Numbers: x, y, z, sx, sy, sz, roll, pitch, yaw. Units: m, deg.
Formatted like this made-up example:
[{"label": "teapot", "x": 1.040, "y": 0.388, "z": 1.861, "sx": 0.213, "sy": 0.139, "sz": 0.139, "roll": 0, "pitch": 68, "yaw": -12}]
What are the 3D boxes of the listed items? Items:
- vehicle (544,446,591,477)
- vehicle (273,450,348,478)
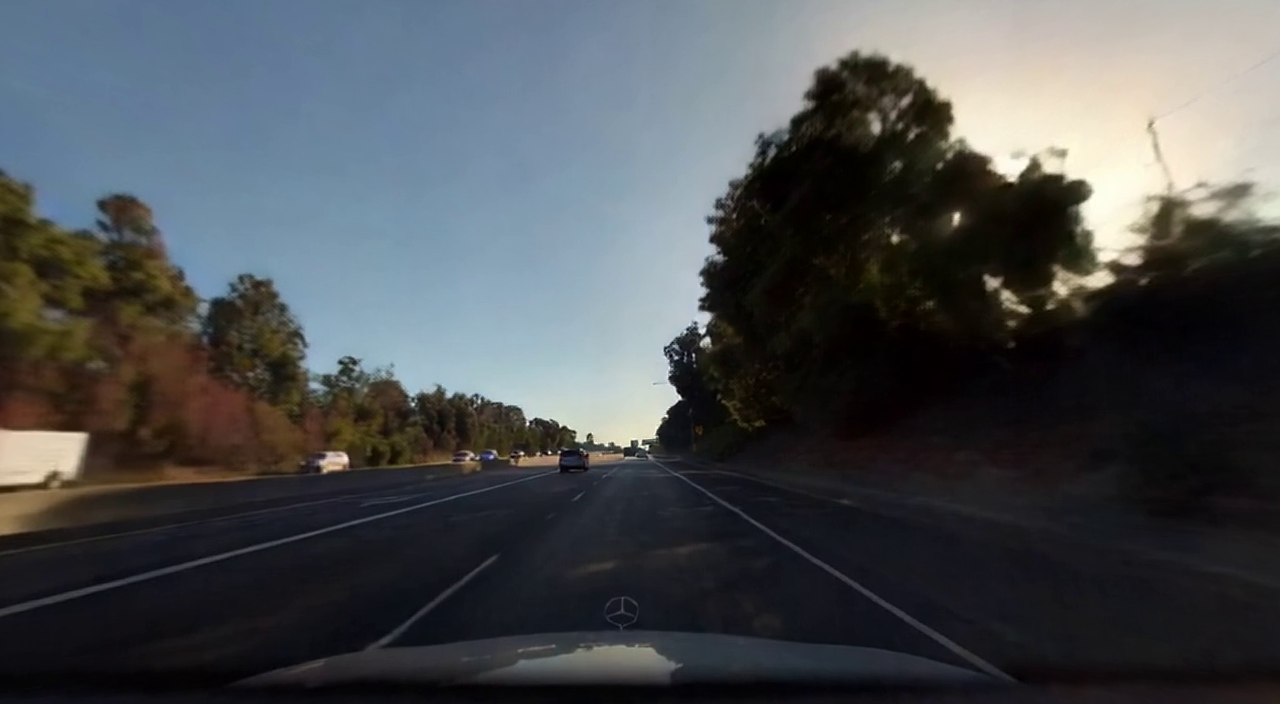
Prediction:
[{"label": "vehicle", "x": -3.704, "y": 5.670, "z": 32.713, "sx": 1.933, "sy": 1.497, "sz": 3.973, "roll": 0, "pitch": -9, "yaw": 0}, {"label": "vehicle", "x": -19.447, "y": 6.596, "z": 37.257, "sx": 1.977, "sy": 1.541, "sz": 4.395, "roll": 0, "pitch": -9, "yaw": 1}]
